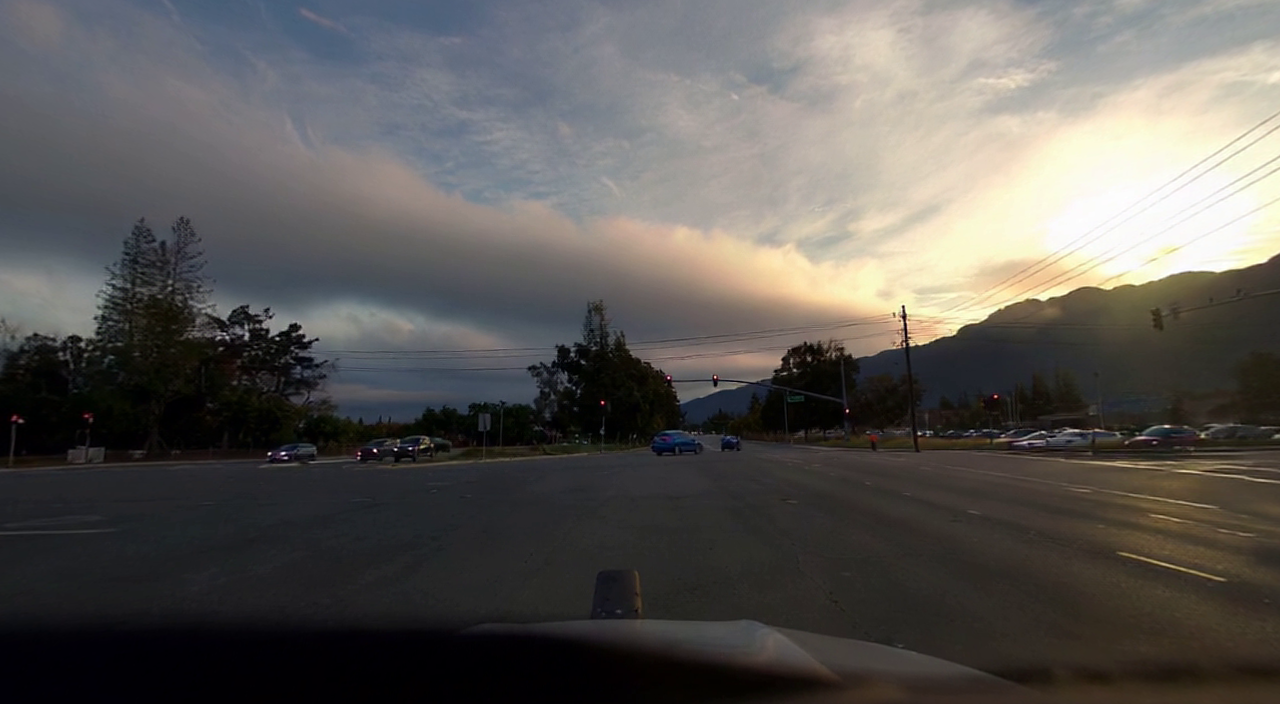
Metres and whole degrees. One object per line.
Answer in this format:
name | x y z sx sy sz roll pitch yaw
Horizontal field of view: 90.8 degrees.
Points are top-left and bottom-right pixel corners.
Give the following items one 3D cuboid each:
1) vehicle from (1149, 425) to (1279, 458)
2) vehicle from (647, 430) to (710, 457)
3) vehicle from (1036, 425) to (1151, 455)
vehicle | 27.288 4.212 29.818 4.778 1.495 1.959 0 -8 0
vehicle | 2.721 6.351 43.672 2.105 1.735 4.812 -6 -10 35
vehicle | 26.703 5.226 37.349 5.100 1.680 2.055 0 -8 3
